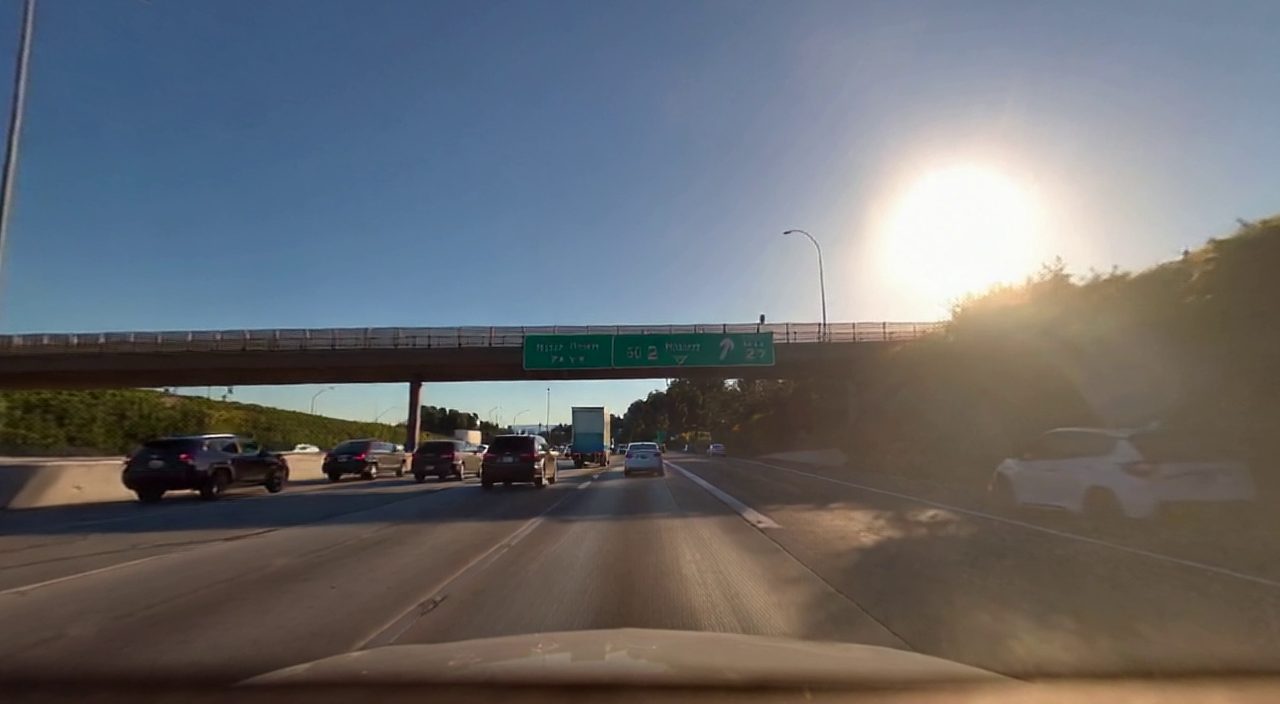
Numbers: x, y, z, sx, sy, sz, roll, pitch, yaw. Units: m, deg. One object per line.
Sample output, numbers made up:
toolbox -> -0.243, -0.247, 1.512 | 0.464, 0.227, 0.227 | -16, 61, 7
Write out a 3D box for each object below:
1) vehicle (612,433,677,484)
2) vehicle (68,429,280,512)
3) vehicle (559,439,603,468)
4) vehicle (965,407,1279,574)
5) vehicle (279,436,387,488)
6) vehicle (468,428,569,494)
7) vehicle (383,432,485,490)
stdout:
vehicle -> 0.173, 3.882, 23.293 | 2.180, 1.716, 3.920 | 0, -8, 1
vehicle -> -11.175, 2.842, 15.628 | 1.871, 1.747, 4.342 | 0, -8, 0
vehicle -> -3.619, 6.320, 39.515 | 2.243, 1.683, 4.178 | 0, -8, 1
vehicle -> 6.719, 1.770, 8.857 | 2.026, 1.718, 4.522 | 0, -8, 2
vehicle -> -10.918, 3.921, 22.768 | 1.863, 1.696, 3.885 | 0, -8, 1
vehicle -> -3.619, 3.359, 19.798 | 2.125, 1.792, 4.466 | 0, -8, 2
vehicle -> -6.917, 3.695, 21.668 | 1.998, 1.770, 4.222 | 0, -8, 1
